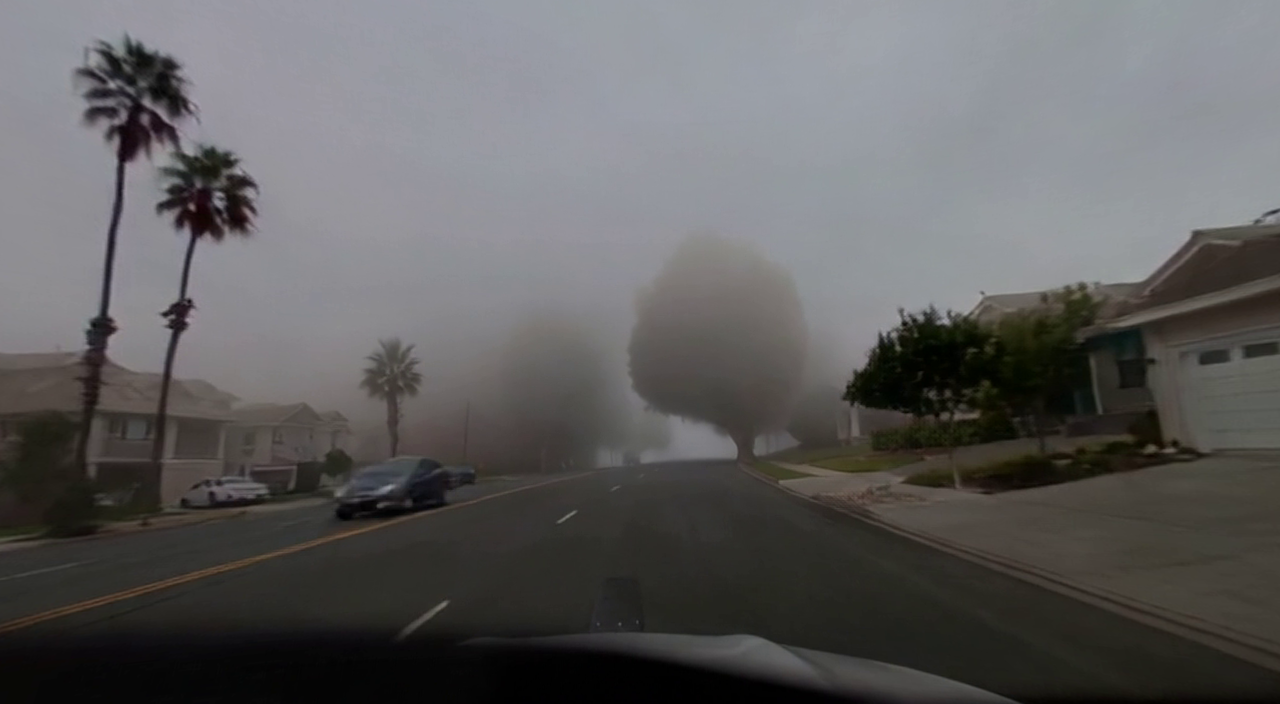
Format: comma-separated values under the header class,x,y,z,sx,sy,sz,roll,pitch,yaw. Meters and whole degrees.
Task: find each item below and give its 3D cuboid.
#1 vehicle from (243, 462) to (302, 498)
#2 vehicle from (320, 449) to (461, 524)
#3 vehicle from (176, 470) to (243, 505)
class,x,y,z,sx,sy,sz,roll,pitch,yaw
vehicle,-21.589,7.482,37.304,2.075,1.846,4.684,3,-9,-19
vehicle,-6.486,3.482,16.976,1.746,1.503,4.400,-8,-9,2
vehicle,-22.004,6.863,32.212,4.461,1.477,1.862,-8,-12,44
